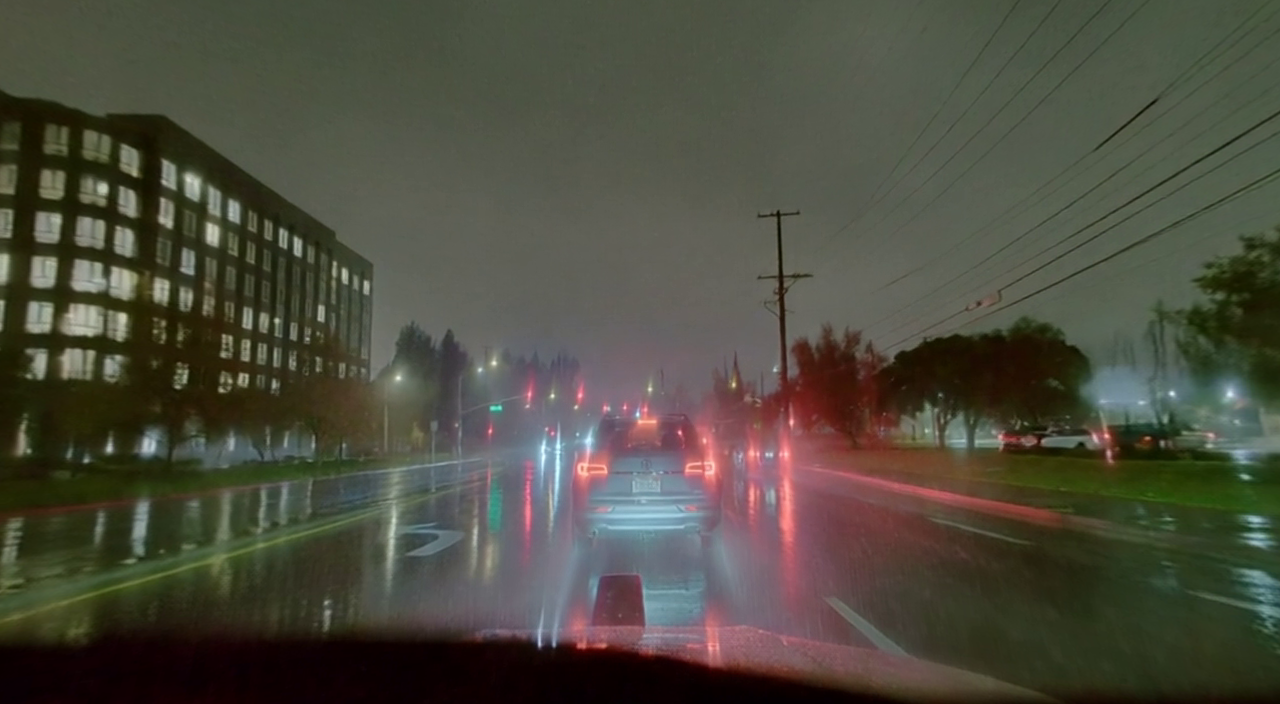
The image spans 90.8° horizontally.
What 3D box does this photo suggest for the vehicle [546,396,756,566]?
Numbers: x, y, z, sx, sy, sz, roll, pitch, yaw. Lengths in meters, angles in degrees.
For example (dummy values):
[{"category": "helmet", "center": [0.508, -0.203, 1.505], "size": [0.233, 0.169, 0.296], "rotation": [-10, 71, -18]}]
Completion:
[{"category": "vehicle", "center": [0.111, 1.680, 8.875], "size": [2.189, 1.776, 4.342], "rotation": [0, -9, 0]}]
